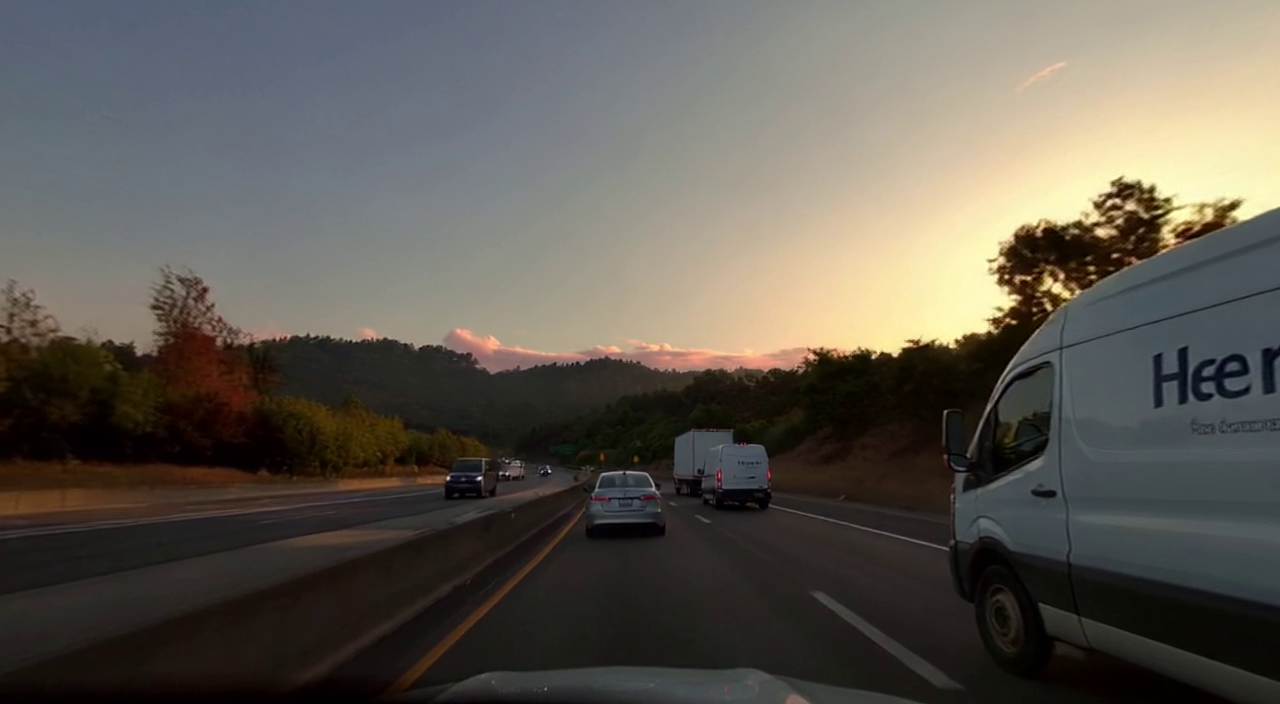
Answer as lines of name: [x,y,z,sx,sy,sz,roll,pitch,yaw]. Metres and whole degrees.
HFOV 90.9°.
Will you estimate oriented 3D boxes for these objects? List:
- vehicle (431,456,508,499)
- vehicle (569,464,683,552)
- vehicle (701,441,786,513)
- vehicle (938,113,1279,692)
vehicle: [-6.834,5.096,25.711,2.012,1.601,4.042,1,-11,0]
vehicle: [-0.252,3.046,12.758,1.980,1.493,3.410,1,-11,-1]
vehicle: [4.003,5.010,25.436,2.328,2.537,5.290,1,-11,-2]
vehicle: [5.627,0.315,3.992,2.890,3.726,9.269,1,-11,0]
